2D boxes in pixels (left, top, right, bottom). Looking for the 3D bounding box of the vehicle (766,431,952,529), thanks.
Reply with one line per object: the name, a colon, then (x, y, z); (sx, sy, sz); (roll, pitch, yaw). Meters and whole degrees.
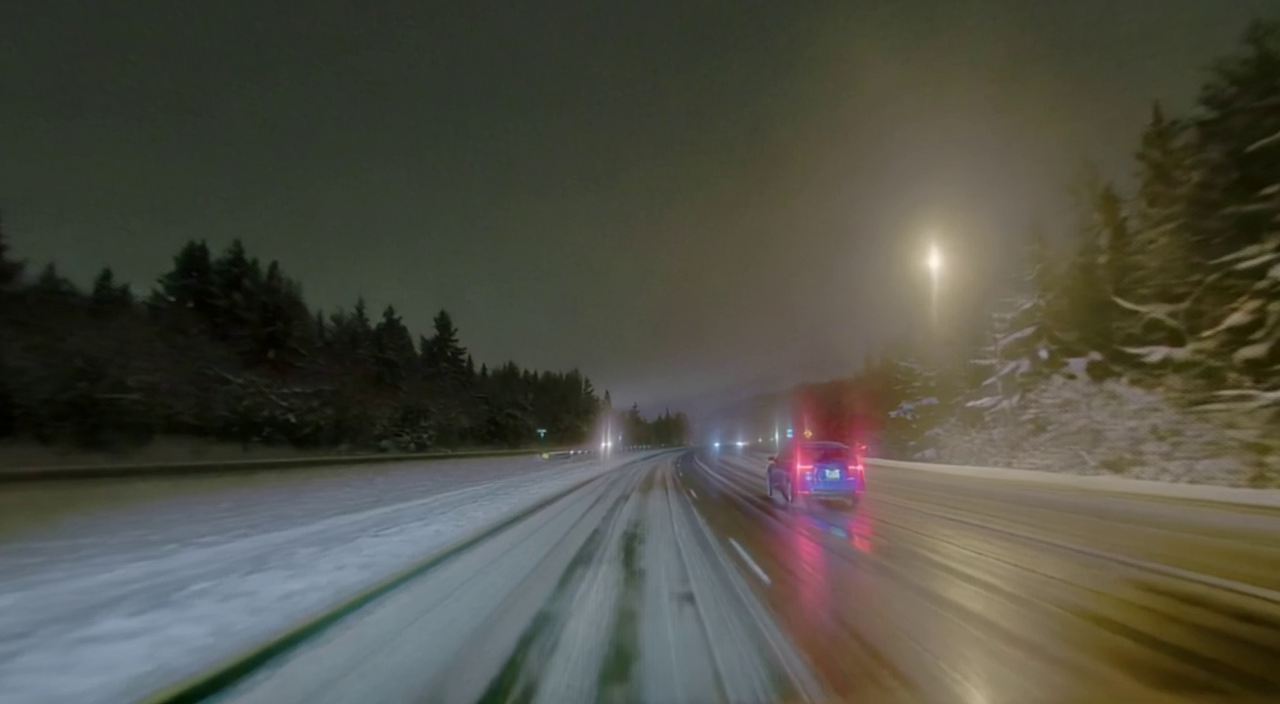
vehicle: (3.914, 2.360, 12.242); (2.050, 1.546, 4.344); (0, -8, 0)
